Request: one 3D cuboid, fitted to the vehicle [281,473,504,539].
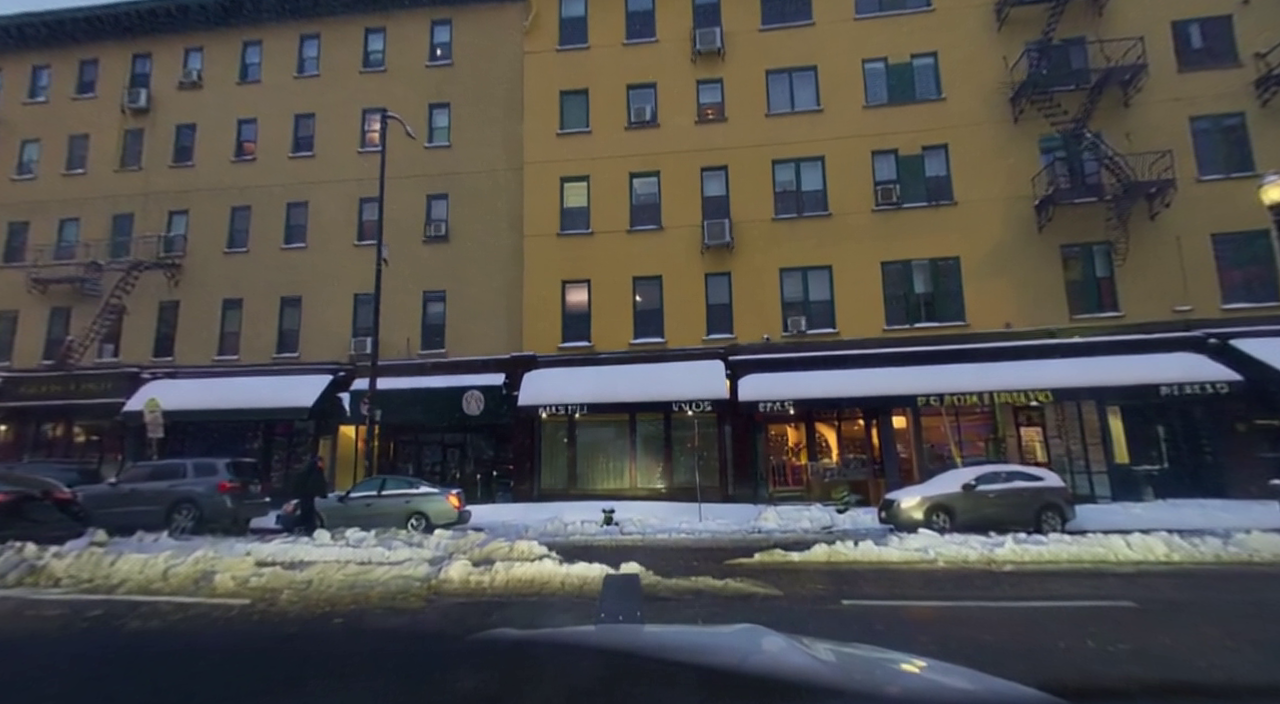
[{"bbox_3d":[-6.055,3.791,15.794,4.830,1.421,1.826,-1,-9,5],"label":"vehicle"}]

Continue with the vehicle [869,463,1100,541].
[{"bbox_3d":[8.091,3.546,15.220,4.410,1.687,1.834,-1,-9,3],"label":"vehicle"}]

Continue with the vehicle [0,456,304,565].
[{"bbox_3d":[-8.019,2.413,10.065,4.330,1.458,1.932,-2,-9,10],"label":"vehicle"}]
